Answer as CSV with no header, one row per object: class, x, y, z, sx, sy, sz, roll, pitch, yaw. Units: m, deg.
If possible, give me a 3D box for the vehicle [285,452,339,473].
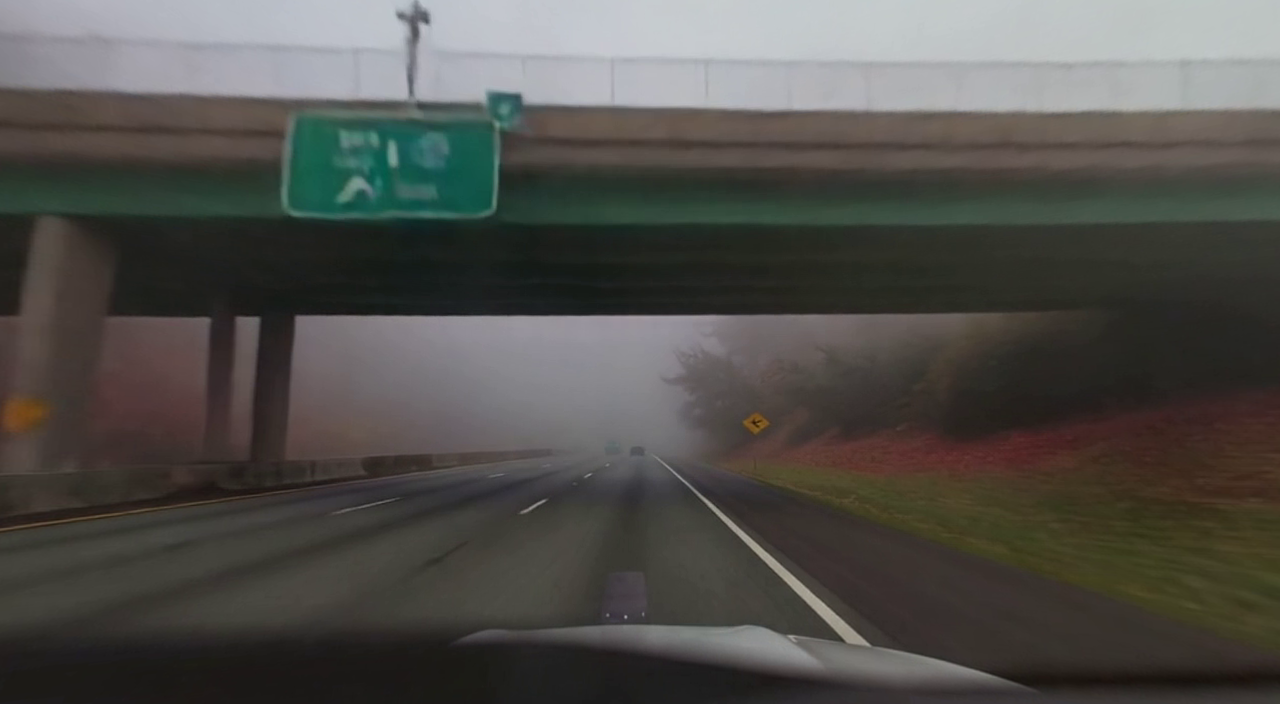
vehicle,-25.509,8.573,48.938,1.794,1.521,4.571,0,-8,-1
